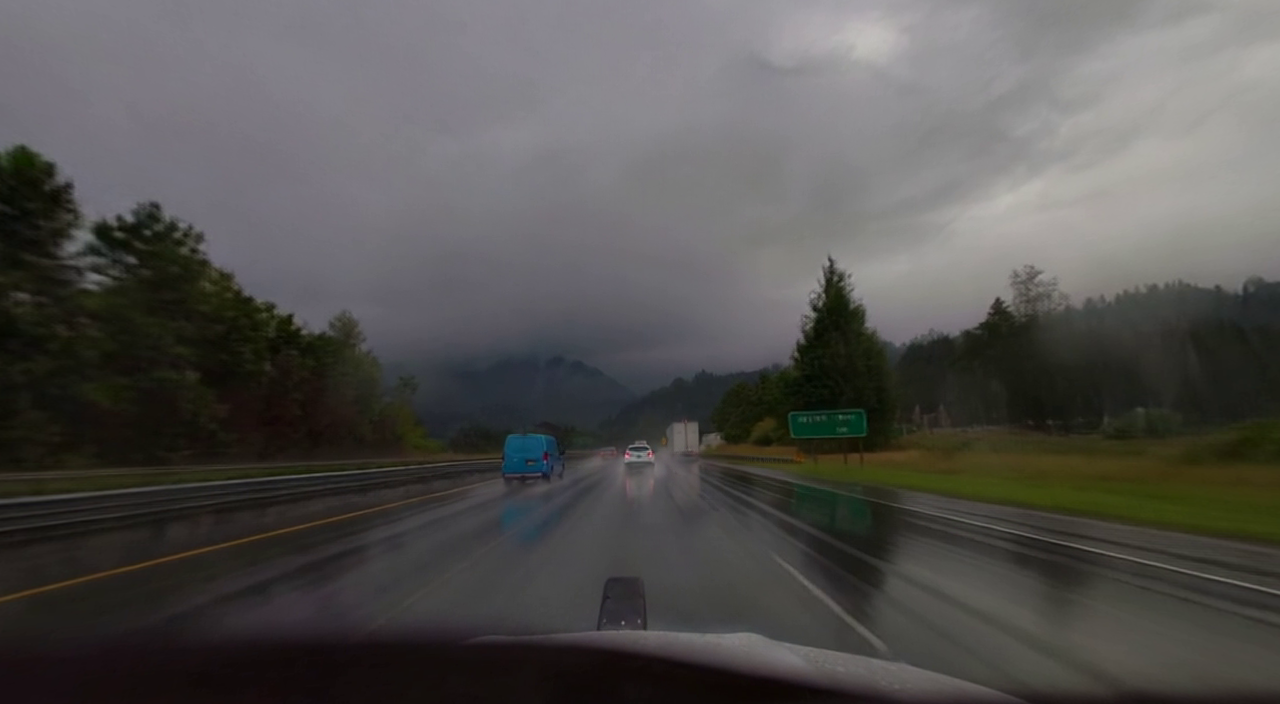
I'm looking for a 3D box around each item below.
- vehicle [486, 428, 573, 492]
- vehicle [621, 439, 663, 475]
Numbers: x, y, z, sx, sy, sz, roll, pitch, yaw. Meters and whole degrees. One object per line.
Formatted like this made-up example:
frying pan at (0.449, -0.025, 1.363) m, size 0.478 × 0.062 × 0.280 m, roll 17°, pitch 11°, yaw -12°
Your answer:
vehicle at (-3.803, 3.841, 22.647) m, size 2.167 × 1.991 × 5.062 m, roll 0°, pitch -9°, yaw 0°
vehicle at (0.139, 5.901, 35.551) m, size 2.209 × 1.825 × 4.036 m, roll -1°, pitch -9°, yaw 1°
